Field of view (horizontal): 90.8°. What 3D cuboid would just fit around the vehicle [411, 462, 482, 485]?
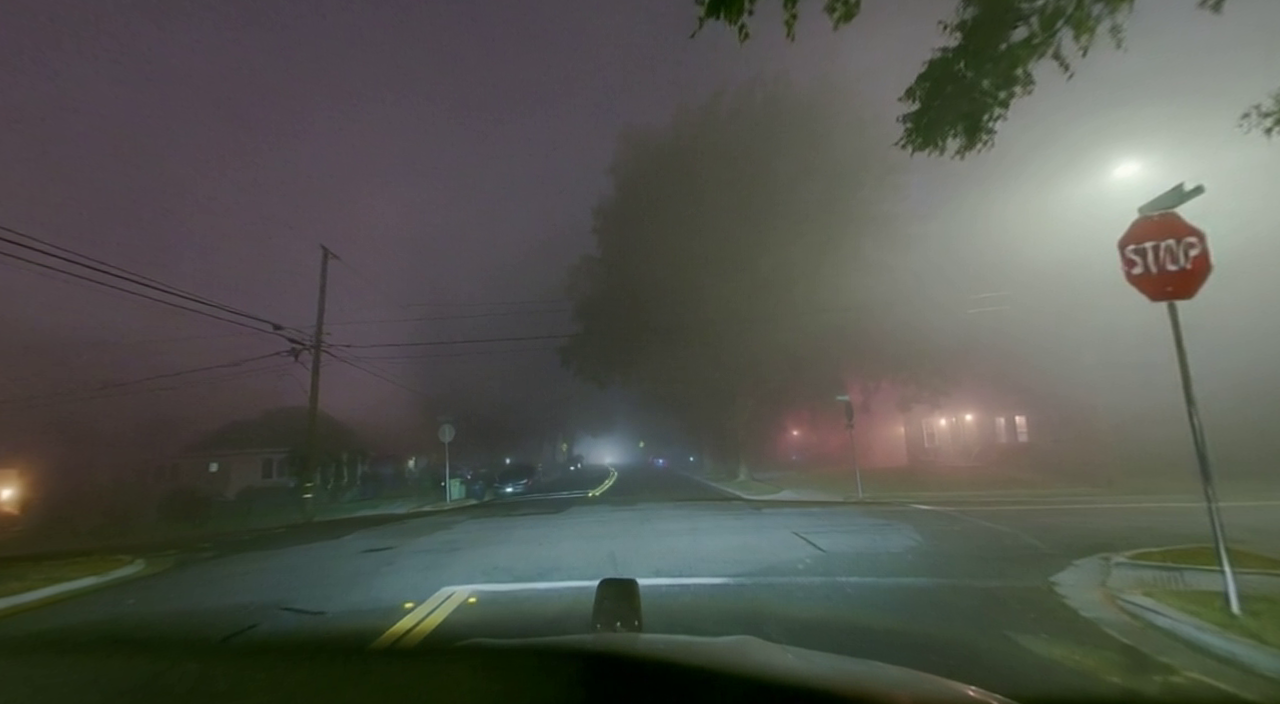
[{"bbox_3d":[-14.138,8.884,46.217,4.601,1.486,1.876,-2,-9,12],"label":"vehicle"}]

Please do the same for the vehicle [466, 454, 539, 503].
[{"bbox_3d":[-6.201,5.735,29.040,2.149,1.823,4.613,-6,-9,1],"label":"vehicle"}]

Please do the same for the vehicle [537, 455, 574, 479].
[{"bbox_3d":[-6.512,8.898,48.908,2.133,1.525,4.401,-3,-8,1],"label":"vehicle"}]

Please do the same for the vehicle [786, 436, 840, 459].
[{"bbox_3d":[12.406,6.854,45.468,3.563,1.551,1.916,-2,-9,12],"label":"vehicle"}]
